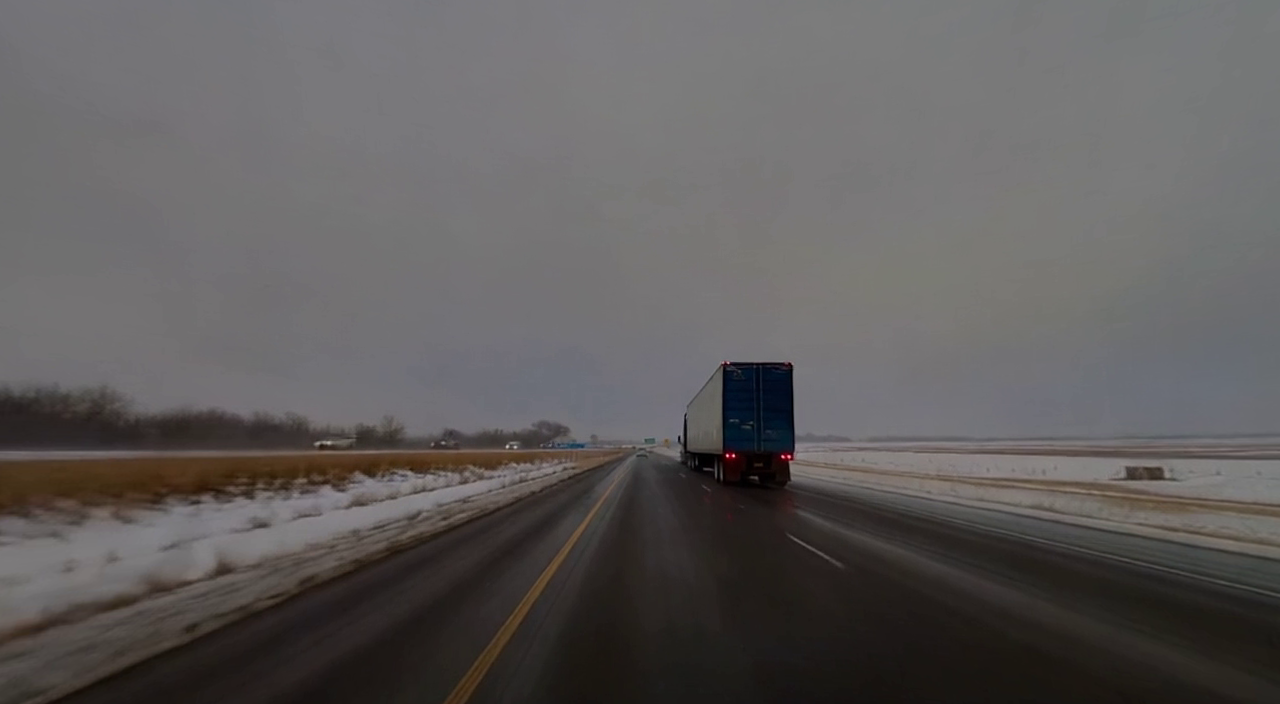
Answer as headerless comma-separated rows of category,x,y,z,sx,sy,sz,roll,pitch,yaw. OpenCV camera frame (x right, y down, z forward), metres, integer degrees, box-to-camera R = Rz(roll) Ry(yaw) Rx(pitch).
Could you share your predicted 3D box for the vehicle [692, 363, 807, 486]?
vehicle,4.240,3.446,27.955,2.818,4.206,12.987,0,-9,0
